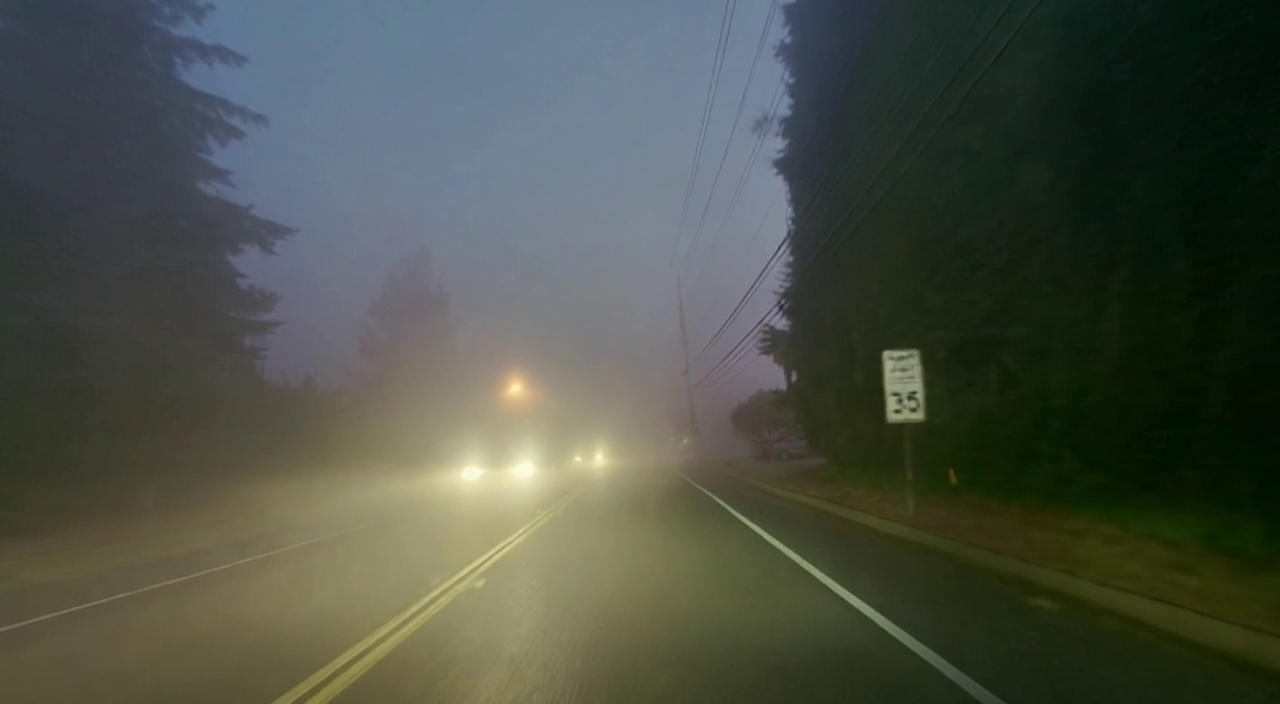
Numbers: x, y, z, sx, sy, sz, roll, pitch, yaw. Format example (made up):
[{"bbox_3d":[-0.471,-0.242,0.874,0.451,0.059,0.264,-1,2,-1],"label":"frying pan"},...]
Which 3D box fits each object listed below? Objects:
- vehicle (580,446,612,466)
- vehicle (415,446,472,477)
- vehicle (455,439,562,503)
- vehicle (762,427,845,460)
[{"bbox_3d":[-3.117,7.524,45.787,1.968,1.394,3.890,-1,-8,1],"label":"vehicle"},{"bbox_3d":[-13.153,7.313,42.531,2.053,1.906,4.889,0,-8,3],"label":"vehicle"},{"bbox_3d":[-3.631,3.351,18.232,2.102,1.524,4.387,-2,-8,1],"label":"vehicle"},{"bbox_3d":[10.331,5.821,40.088,4.626,1.731,2.007,-3,-8,-2],"label":"vehicle"}]
